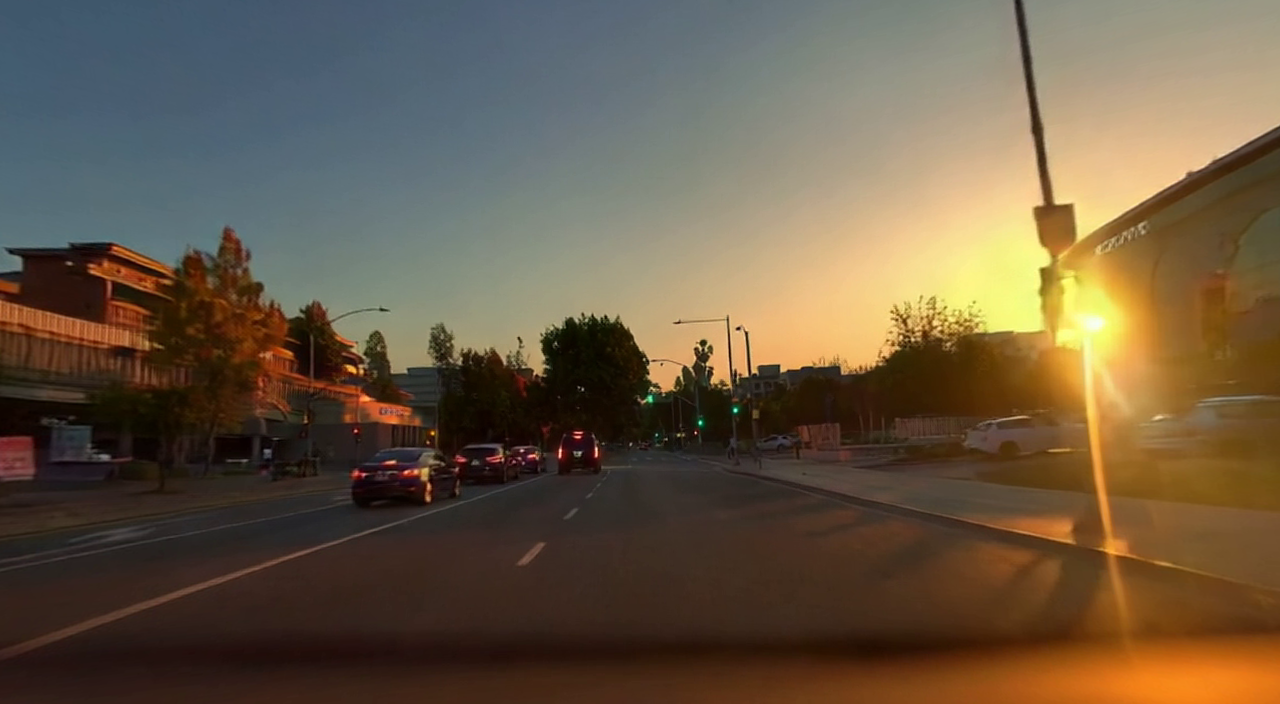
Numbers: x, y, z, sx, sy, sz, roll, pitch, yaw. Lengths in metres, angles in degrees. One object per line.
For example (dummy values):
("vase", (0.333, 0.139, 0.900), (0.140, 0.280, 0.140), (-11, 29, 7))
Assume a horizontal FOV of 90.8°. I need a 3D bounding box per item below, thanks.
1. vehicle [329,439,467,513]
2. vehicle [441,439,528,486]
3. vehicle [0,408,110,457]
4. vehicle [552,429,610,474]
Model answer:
("vehicle", (-5.698, 2.927, 15.388), (1.889, 1.572, 3.599), (0, -8, 0))
("vehicle", (-5.973, 4.306, 24.922), (2.228, 1.652, 4.593), (0, -8, 0))
("vehicle", (-25.624, 3.518, 27.450), (3.572, 2.012, 1.872), (-1, -8, 6))
("vehicle", (-2.991, 5.245, 33.386), (2.496, 2.155, 5.468), (0, -8, 0))
